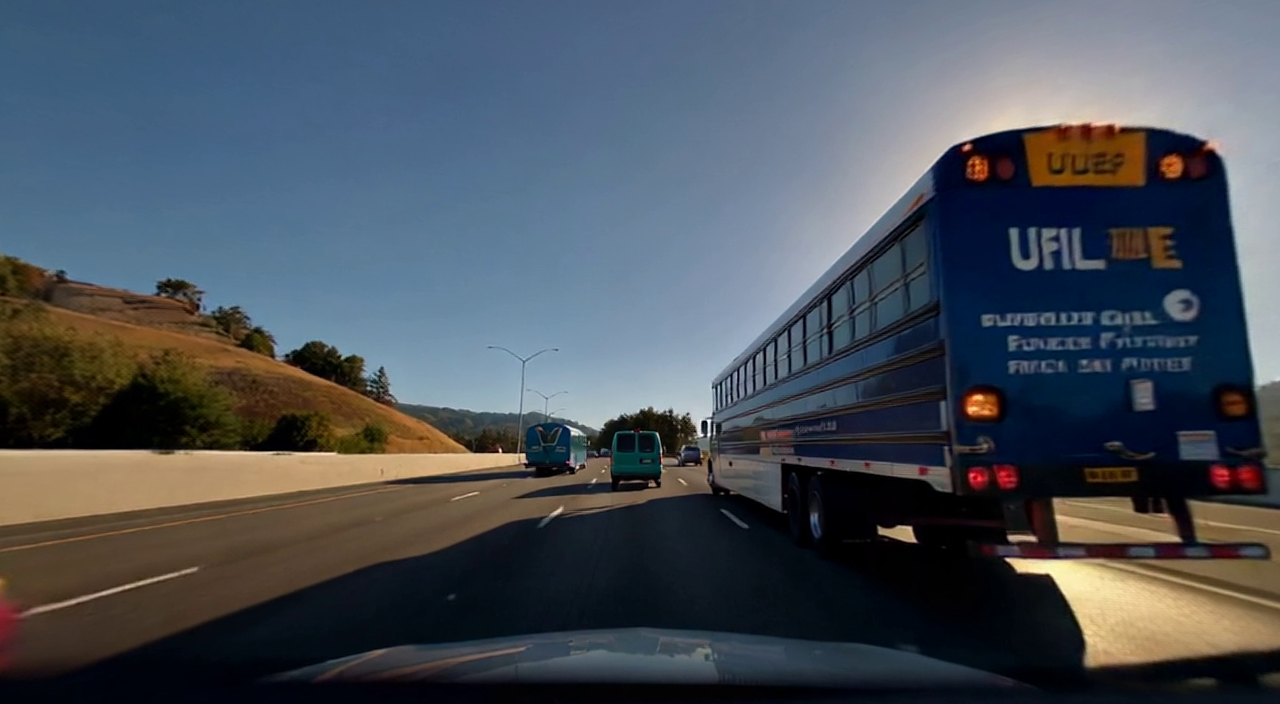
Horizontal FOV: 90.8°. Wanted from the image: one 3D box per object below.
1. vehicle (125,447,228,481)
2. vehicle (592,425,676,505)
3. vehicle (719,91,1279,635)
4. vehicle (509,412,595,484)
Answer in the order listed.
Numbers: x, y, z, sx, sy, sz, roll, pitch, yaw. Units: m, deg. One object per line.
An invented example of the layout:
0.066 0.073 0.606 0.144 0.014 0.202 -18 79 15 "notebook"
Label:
-24.869 5.990 34.122 1.997 1.686 4.767 0 -9 -1 "vehicle"
-0.224 3.098 17.595 2.037 1.929 4.343 0 -9 -2 "vehicle"
3.855 0.975 11.274 3.006 4.101 13.245 0 -9 -1 "vehicle"
-3.974 4.638 30.463 2.947 3.009 7.991 0 -9 0 "vehicle"
